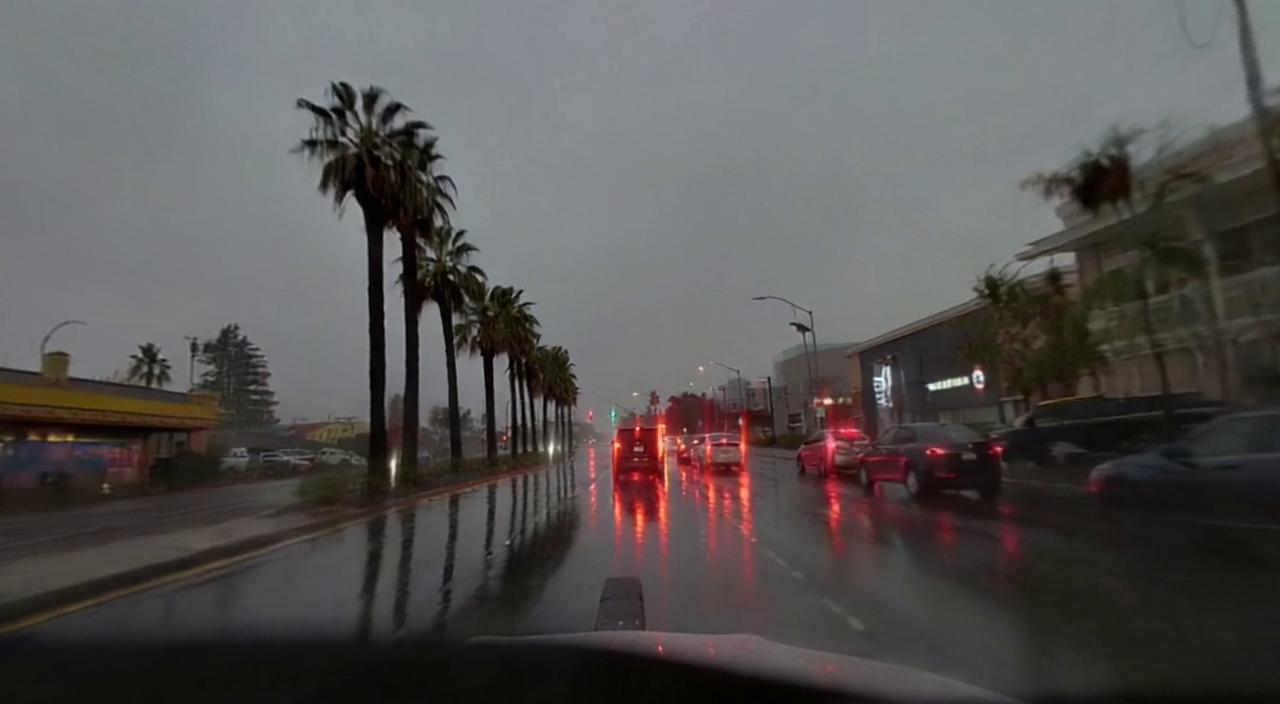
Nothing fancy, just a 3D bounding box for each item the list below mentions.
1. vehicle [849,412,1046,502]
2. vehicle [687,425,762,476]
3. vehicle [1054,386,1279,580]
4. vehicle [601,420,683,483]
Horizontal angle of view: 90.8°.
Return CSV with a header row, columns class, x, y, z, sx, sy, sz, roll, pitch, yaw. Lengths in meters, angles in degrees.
class,x,y,z,sx,sy,sz,roll,pitch,yaw
vehicle,6.665,2.373,14.462,2.001,1.692,4.800,0,-9,-1
vehicle,3.171,3.821,24.652,2.187,1.777,4.444,0,-9,-2
vehicle,6.638,1.240,6.149,2.100,1.675,4.536,0,-9,0
vehicle,0.040,3.320,21.146,2.428,1.816,4.959,0,-9,-1
